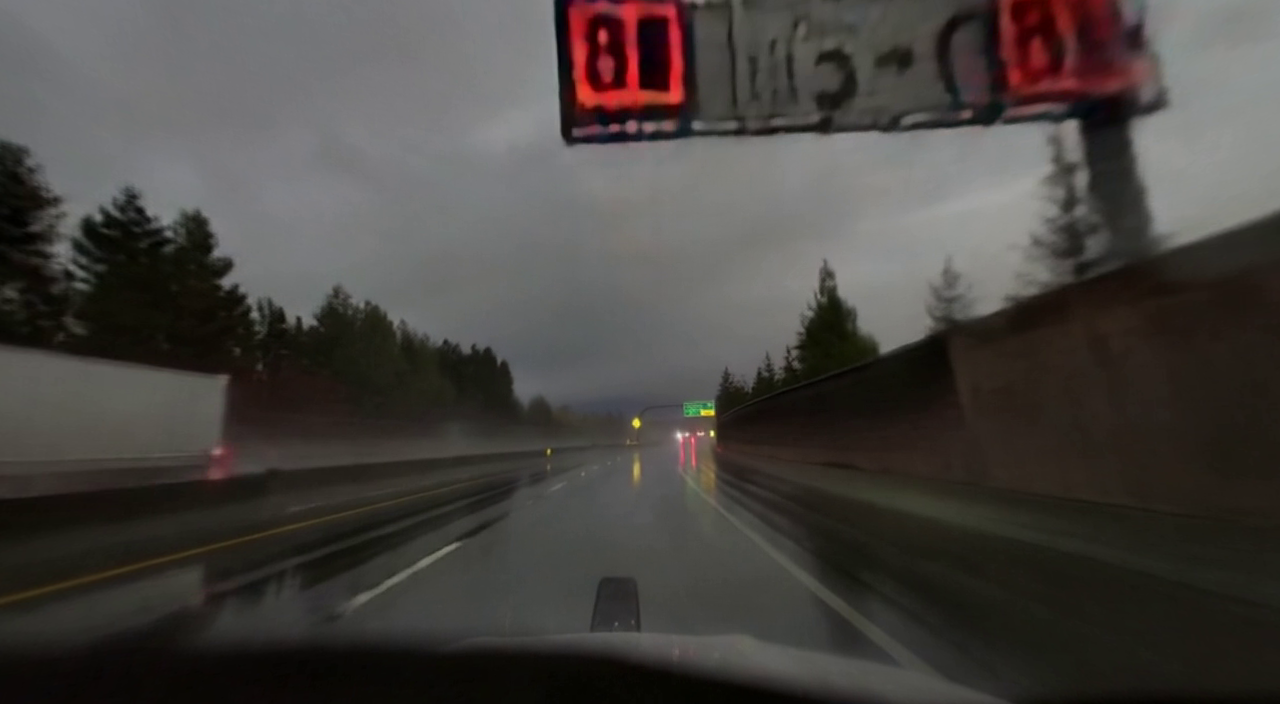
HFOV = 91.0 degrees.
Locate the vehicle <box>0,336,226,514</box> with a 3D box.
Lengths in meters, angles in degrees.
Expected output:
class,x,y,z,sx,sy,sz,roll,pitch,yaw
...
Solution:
class,x,y,z,sx,sy,sz,roll,pitch,yaw
vehicle,-16.314,2.092,17.309,3.214,4.045,9.668,-1,-8,0
